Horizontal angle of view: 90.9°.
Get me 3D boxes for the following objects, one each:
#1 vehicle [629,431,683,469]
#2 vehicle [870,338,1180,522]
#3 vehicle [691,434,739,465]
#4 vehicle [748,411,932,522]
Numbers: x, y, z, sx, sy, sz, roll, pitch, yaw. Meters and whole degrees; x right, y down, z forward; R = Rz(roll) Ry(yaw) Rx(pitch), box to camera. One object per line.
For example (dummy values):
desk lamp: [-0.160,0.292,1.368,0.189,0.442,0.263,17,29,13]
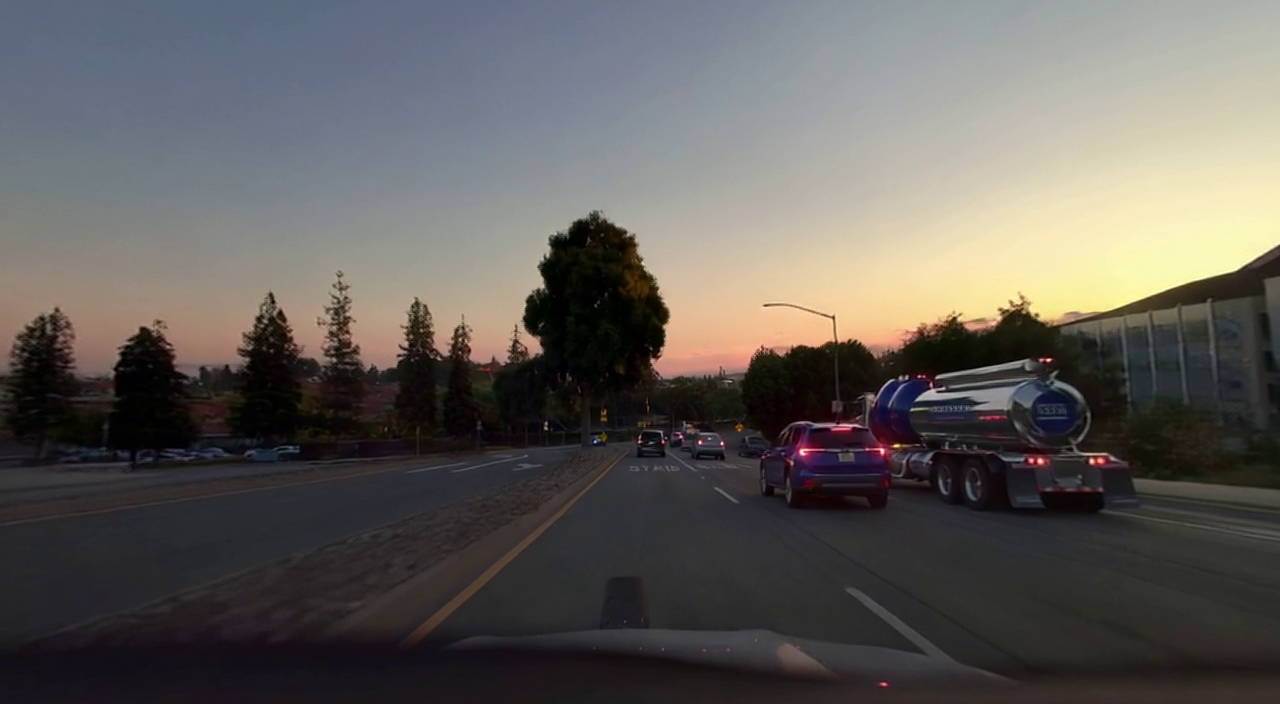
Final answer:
vehicle: [0.636,4.210,27.059,2.148,1.488,4.002,0,-8,0]
vehicle: [7.873,1.801,14.214,2.849,3.207,6.275,0,-8,-1]
vehicle: [3.864,5.123,33.219,1.917,1.475,4.081,0,-8,-1]
vehicle: [3.547,2.132,12.241,2.045,1.729,4.532,0,-8,0]
